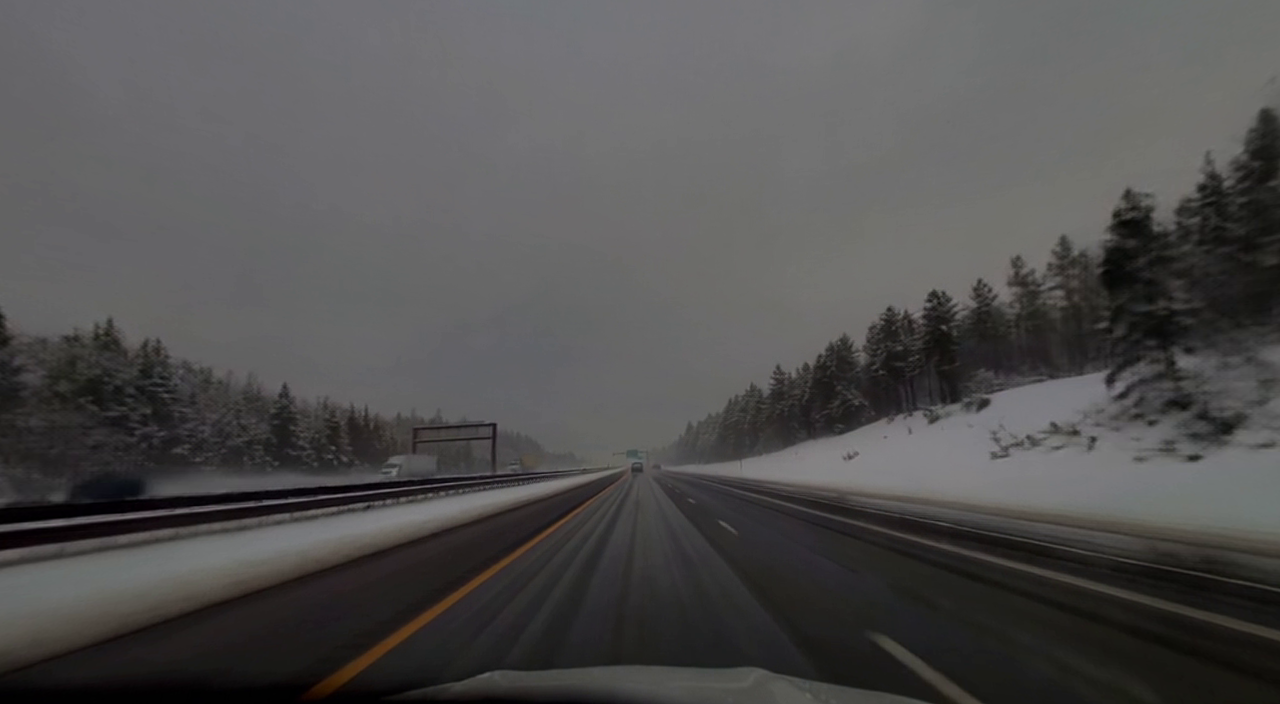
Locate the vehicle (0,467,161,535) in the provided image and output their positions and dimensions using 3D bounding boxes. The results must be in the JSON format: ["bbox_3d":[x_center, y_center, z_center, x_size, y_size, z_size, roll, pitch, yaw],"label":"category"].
[{"bbox_3d":[-16.487,4.068,17.715,2.037,1.590,4.871,1,-10,0],"label":"vehicle"}]
